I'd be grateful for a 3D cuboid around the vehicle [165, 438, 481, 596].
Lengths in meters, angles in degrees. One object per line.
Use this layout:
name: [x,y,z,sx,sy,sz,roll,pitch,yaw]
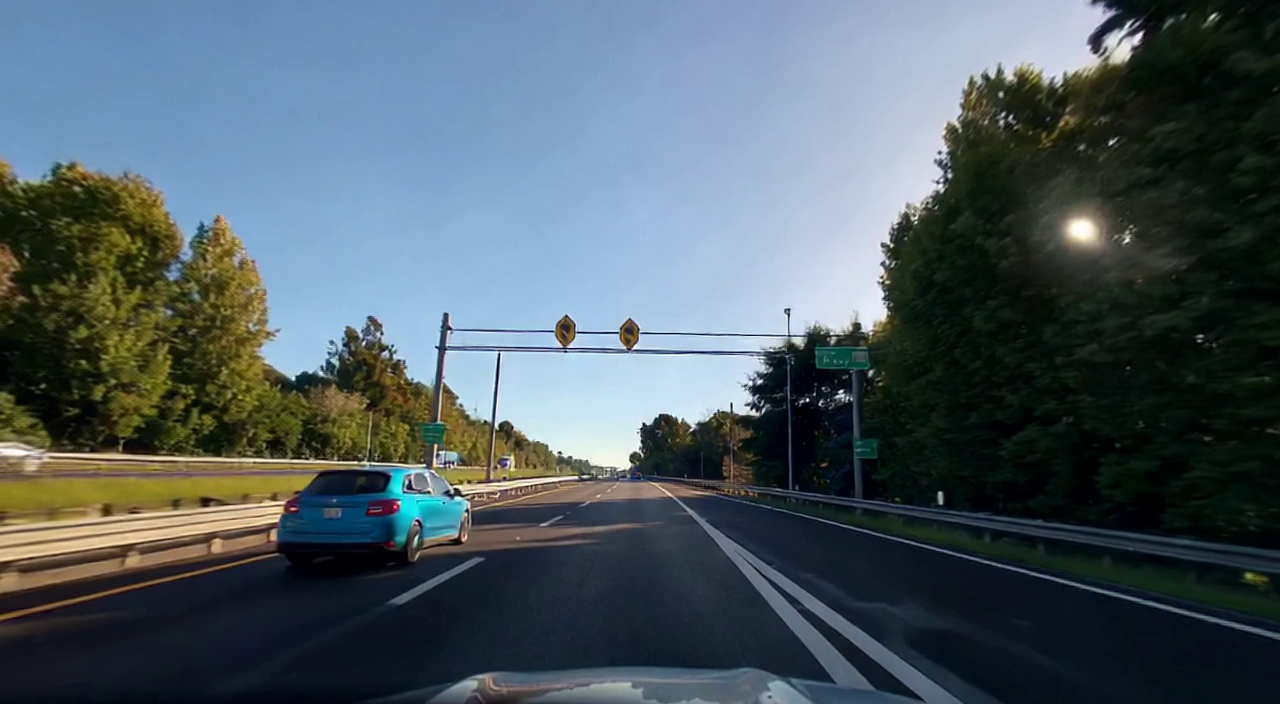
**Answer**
vehicle: [-3.775,2.070,8.625,1.967,1.556,4.364,0,-10,1]
